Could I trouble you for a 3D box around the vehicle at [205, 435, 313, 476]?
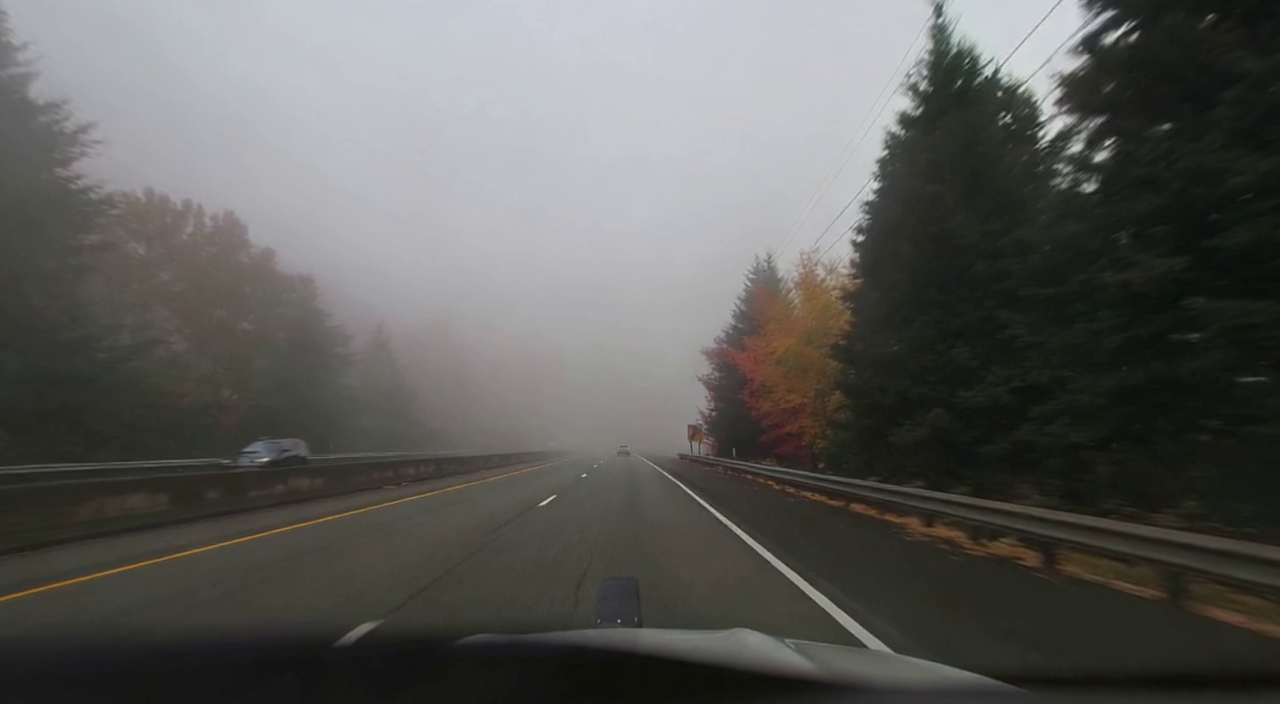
[{"bbox_3d":[-15.569,4.236,25.896,1.884,1.532,4.114,0,-9,0],"label":"vehicle"}]
